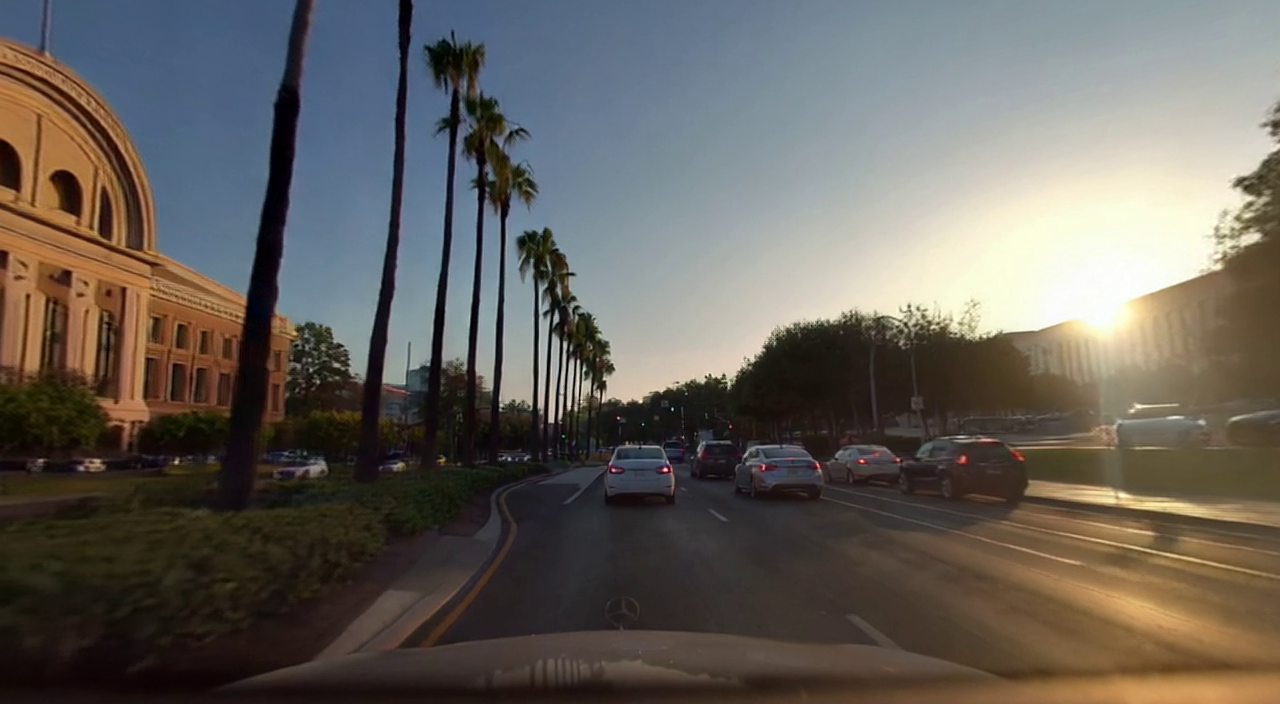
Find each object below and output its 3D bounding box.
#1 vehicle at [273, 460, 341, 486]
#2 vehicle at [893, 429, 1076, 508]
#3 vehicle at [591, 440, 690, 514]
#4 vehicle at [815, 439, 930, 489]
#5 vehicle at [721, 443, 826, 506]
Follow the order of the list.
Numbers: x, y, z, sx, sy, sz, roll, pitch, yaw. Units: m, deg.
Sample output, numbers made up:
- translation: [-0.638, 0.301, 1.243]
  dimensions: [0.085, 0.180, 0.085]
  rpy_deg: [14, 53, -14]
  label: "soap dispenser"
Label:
- translation: [-21.081, 7.665, 40.232]
  dimensions: [1.856, 1.429, 4.672]
  rpy_deg: [0, -9, -1]
  label: "vehicle"
- translation: [8.562, 2.921, 16.343]
  dimensions: [1.994, 1.715, 4.777]
  rpy_deg: [0, -9, 0]
  label: "vehicle"
- translation: [-0.027, 2.883, 15.055]
  dimensions: [2.050, 1.521, 3.747]
  rpy_deg: [0, -8, -1]
  label: "vehicle"
- translation: [8.194, 3.959, 22.850]
  dimensions: [1.970, 1.559, 4.911]
  rpy_deg: [0, -8, -5]
  label: "vehicle"
- translation: [3.428, 3.220, 17.130]
  dimensions: [1.833, 1.465, 4.258]
  rpy_deg: [0, -9, -1]
  label: "vehicle"
